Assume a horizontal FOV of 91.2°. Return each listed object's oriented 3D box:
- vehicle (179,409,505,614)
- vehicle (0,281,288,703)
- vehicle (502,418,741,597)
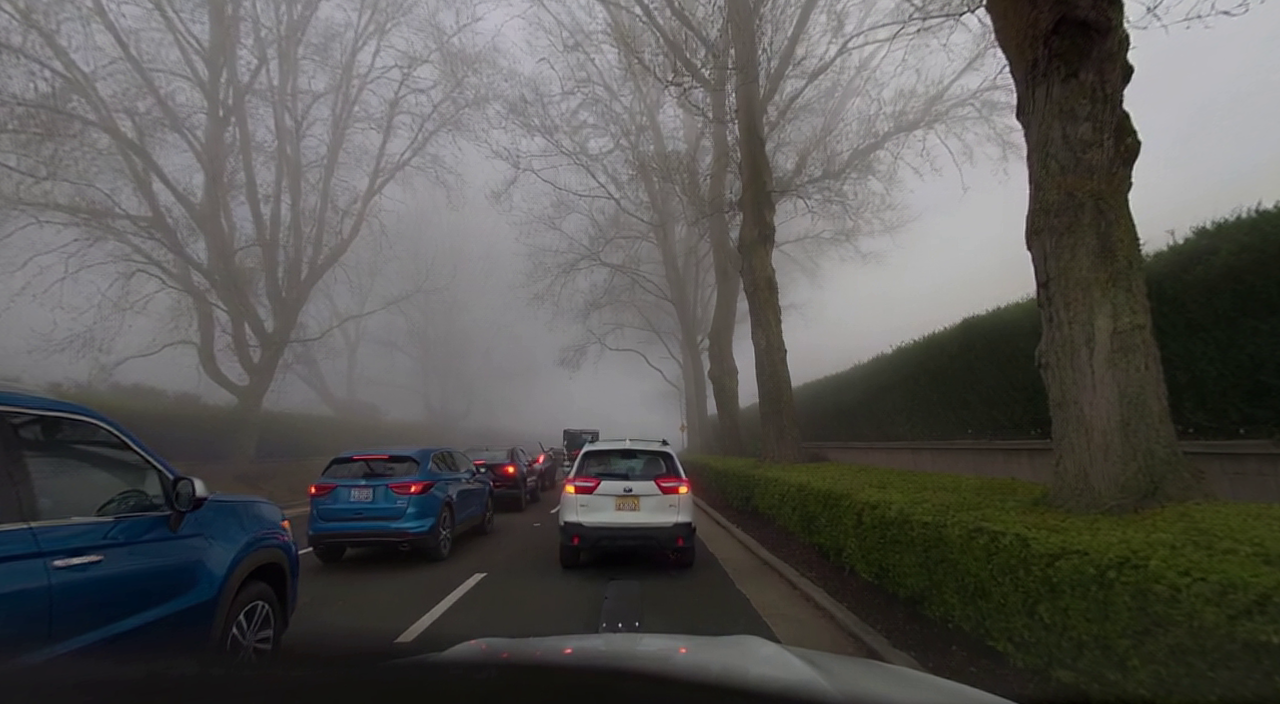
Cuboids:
[{"bbox_3d":[-3.407,1.861,8.321,2.256,1.728,4.421,-6,-8,-2],"label":"vehicle"},{"bbox_3d":[-3.282,0.676,1.267,2.205,1.913,5.327,-6,-8,-2],"label":"vehicle"},{"bbox_3d":[-0.201,1.721,7.728,2.154,1.581,4.007,0,-9,-1],"label":"vehicle"}]
